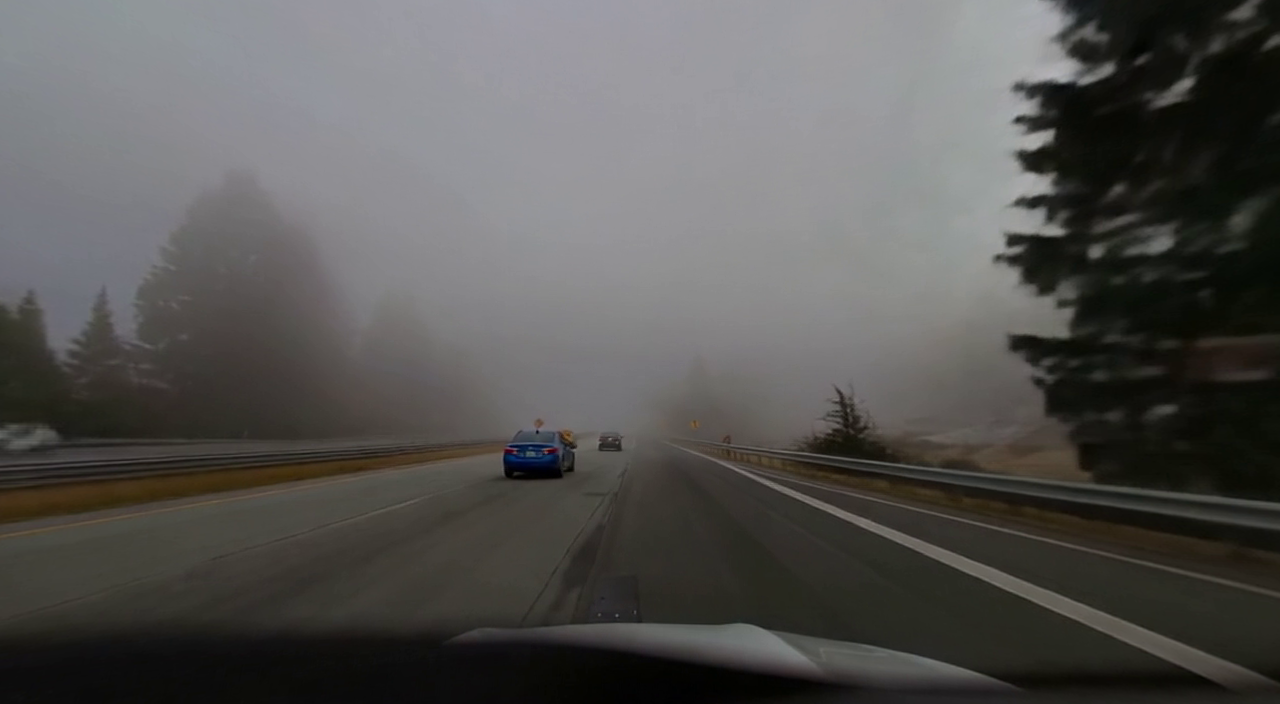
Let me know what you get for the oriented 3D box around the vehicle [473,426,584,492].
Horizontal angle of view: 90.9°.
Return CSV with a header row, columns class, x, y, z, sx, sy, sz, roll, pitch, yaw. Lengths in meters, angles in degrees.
class,x,y,z,sx,sy,sz,roll,pitch,yaw
vehicle,-2.659,2.650,16.039,1.977,1.443,4.225,0,-8,1
